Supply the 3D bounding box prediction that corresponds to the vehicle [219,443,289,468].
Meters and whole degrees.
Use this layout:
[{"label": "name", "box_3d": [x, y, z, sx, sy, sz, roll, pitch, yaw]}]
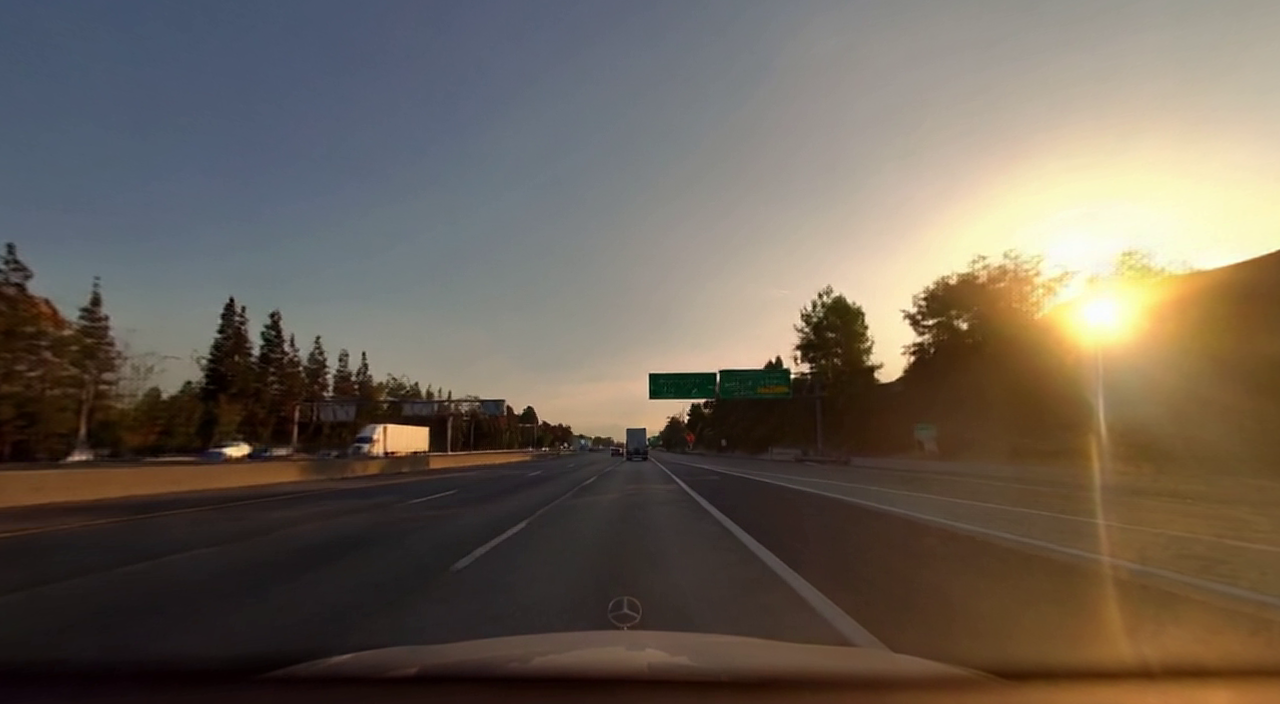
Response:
[{"label": "vehicle", "box_3d": [-28.000, 7.537, 45.753, 2.026, 1.717, 4.760, 0, -9, 0]}]
